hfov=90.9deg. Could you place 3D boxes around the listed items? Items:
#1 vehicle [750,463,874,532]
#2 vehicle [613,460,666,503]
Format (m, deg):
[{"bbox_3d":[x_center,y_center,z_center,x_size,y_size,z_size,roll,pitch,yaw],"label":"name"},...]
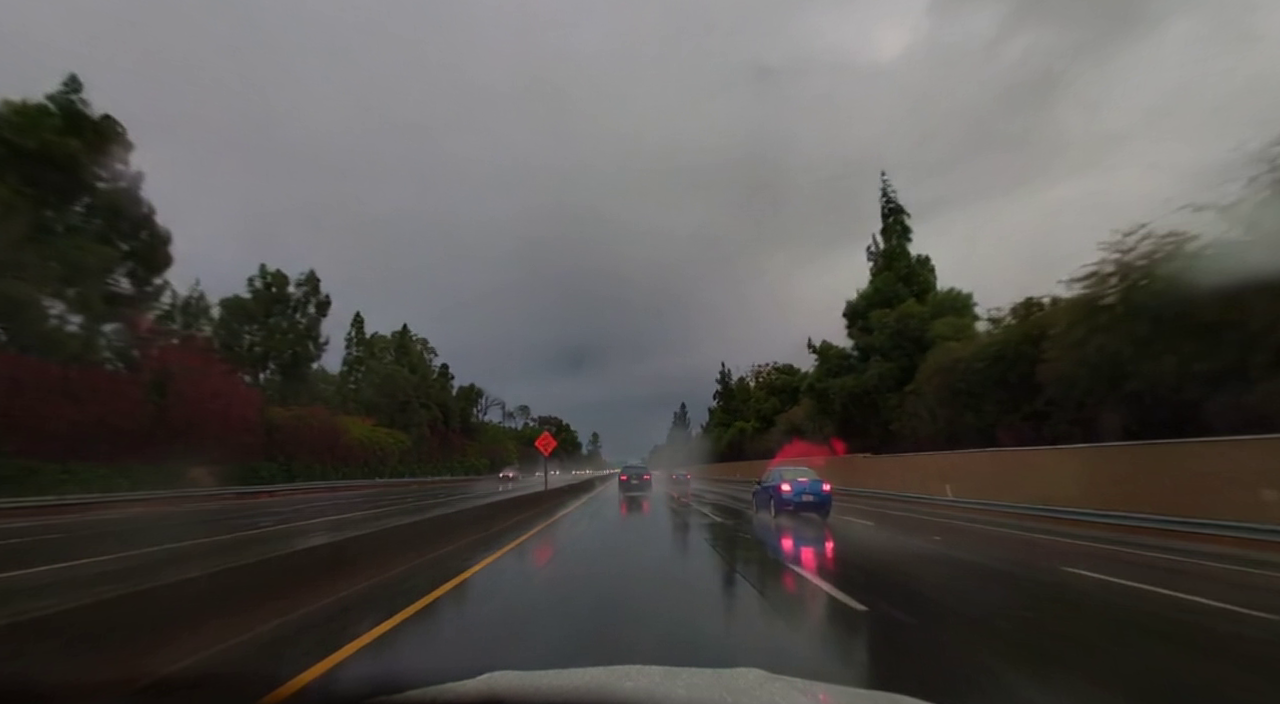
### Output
[{"bbox_3d":[4.185,3.626,16.105,1.938,1.494,4.032,1,-11,-1],"label":"vehicle"},{"bbox_3d":[-0.027,5.334,26.163,2.037,1.605,3.833,1,-11,0],"label":"vehicle"}]
